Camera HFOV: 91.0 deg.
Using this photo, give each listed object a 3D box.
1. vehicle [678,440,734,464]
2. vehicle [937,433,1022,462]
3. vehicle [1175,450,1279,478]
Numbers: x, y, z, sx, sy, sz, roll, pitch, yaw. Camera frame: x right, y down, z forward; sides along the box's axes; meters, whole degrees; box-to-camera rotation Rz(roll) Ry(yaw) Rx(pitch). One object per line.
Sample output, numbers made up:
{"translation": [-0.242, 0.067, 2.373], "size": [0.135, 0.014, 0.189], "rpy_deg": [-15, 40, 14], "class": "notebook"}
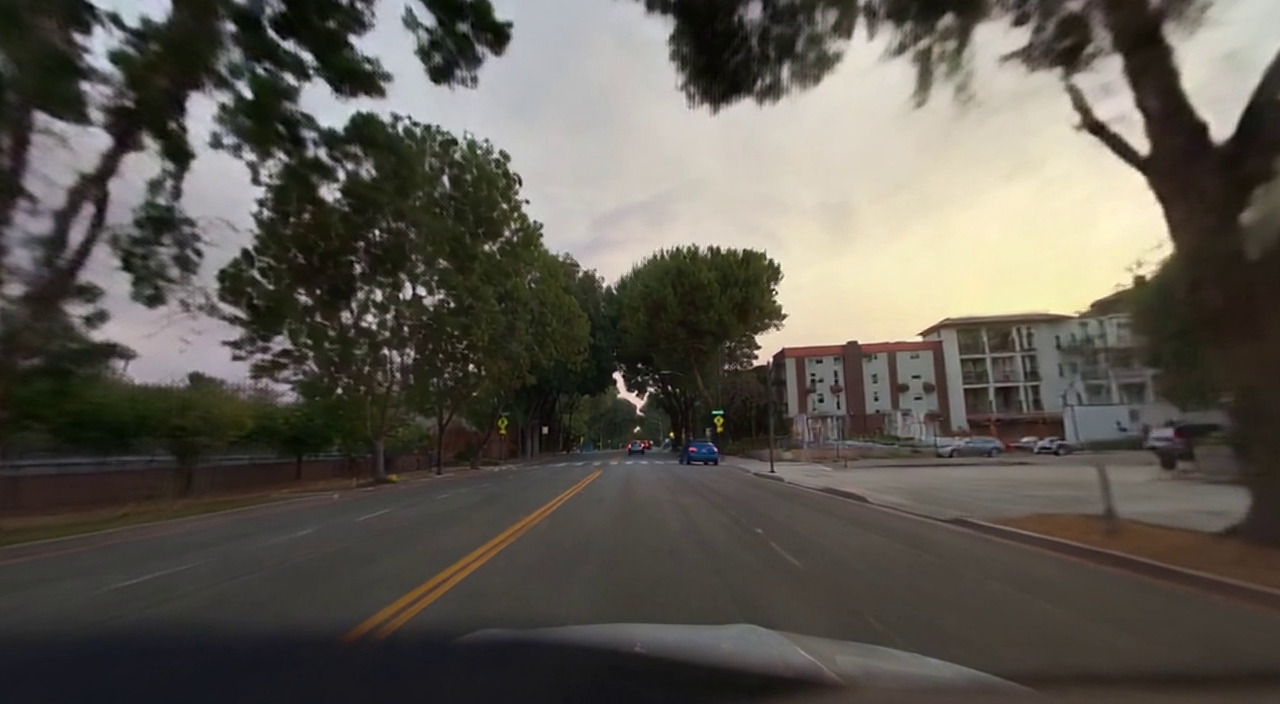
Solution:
{"translation": [4.818, 7.381, 46.518], "size": [1.981, 1.703, 3.691], "rpy_deg": [8, -12, -43], "class": "vehicle"}
{"translation": [23.941, 6.766, 44.535], "size": [4.676, 1.775, 2.085], "rpy_deg": [-2, -9, 2], "class": "vehicle"}
{"translation": [33.328, 6.322, 35.572], "size": [4.305, 1.464, 1.875], "rpy_deg": [0, -8, 1], "class": "vehicle"}
